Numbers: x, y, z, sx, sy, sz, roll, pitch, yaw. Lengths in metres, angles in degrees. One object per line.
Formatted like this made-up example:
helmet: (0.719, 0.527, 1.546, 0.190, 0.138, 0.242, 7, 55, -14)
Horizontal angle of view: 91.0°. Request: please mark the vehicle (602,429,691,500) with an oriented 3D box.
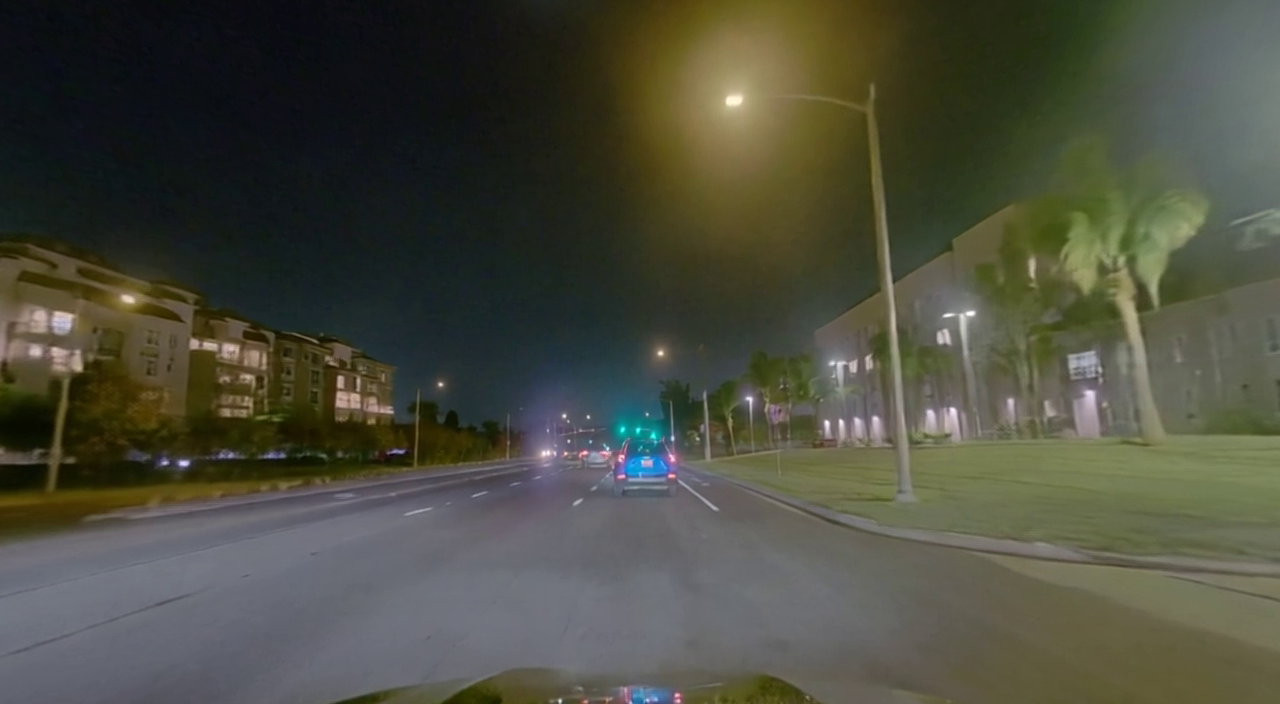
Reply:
vehicle: (0.142, 3.095, 17.682, 2.198, 1.706, 4.166, 0, -9, -1)
